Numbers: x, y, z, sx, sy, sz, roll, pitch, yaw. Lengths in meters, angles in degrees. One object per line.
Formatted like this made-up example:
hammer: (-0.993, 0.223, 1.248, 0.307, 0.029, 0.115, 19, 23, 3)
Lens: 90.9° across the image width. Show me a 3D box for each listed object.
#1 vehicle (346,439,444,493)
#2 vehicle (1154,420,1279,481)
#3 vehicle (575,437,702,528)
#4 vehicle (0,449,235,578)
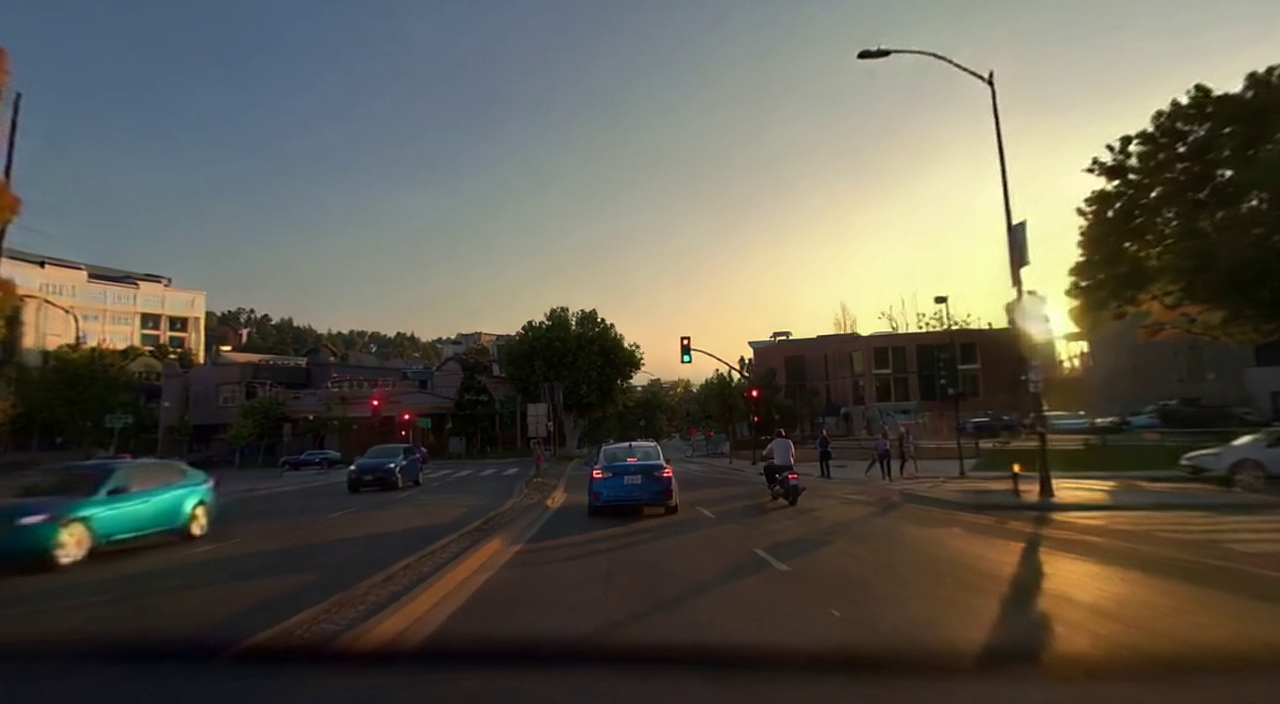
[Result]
vehicle: (-8.587, 4.008, 22.531, 1.993, 1.692, 4.226, 0, -9, -3)
vehicle: (16.401, 2.475, 15.924, 5.007, 1.479, 1.866, -6, -10, 32)
vehicle: (-0.136, 2.464, 12.523, 2.118, 1.480, 3.949, 0, -9, -3)
vehicle: (-8.563, 2.264, 9.678, 1.952, 1.487, 4.351, 0, -9, -3)
